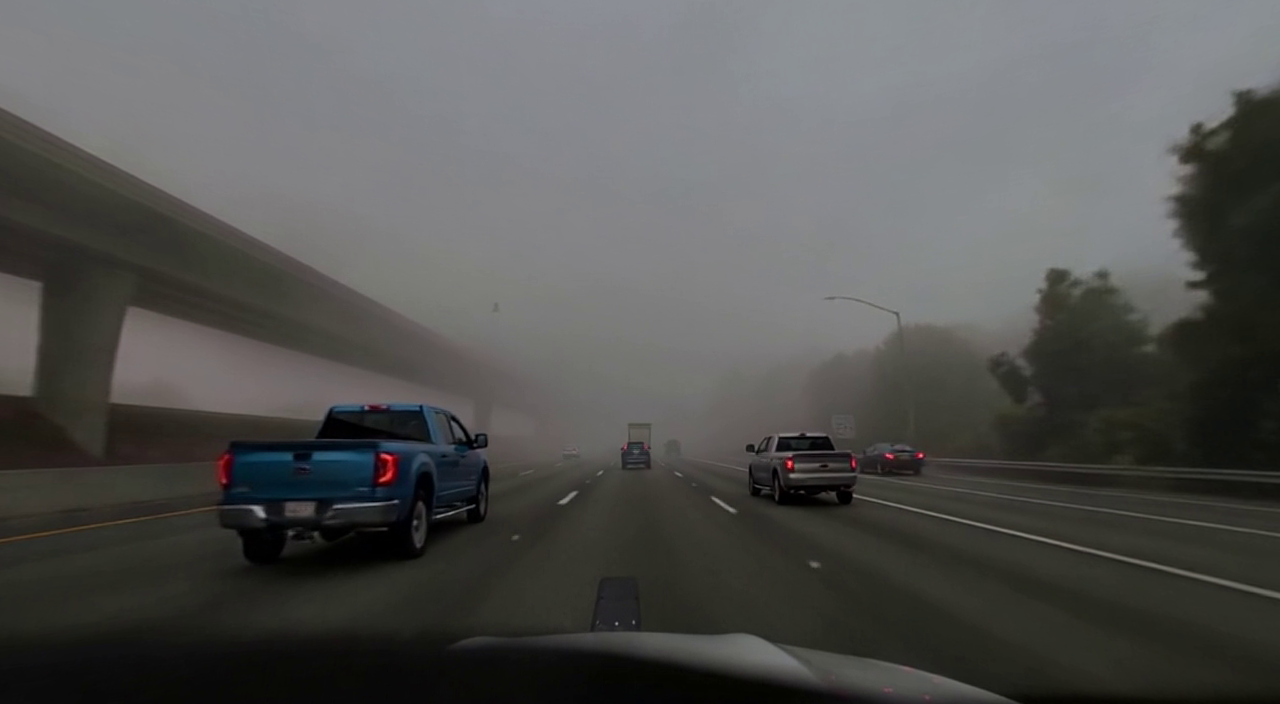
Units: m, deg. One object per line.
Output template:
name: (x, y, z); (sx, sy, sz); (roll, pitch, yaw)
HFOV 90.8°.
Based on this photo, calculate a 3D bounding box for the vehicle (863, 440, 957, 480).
vehicle: (11.060, 4.451, 26.264); (1.961, 1.480, 4.331); (0, -9, -1)

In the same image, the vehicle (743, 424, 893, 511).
vehicle: (3.787, 2.547, 14.296); (2.119, 1.653, 4.000); (0, -9, -2)

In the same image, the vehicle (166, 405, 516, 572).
vehicle: (-3.584, 1.800, 9.099); (2.535, 1.715, 5.030); (0, -9, 0)

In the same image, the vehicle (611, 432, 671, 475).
vehicle: (0.051, 4.821, 30.199); (2.572, 1.837, 5.693); (0, -9, 0)
